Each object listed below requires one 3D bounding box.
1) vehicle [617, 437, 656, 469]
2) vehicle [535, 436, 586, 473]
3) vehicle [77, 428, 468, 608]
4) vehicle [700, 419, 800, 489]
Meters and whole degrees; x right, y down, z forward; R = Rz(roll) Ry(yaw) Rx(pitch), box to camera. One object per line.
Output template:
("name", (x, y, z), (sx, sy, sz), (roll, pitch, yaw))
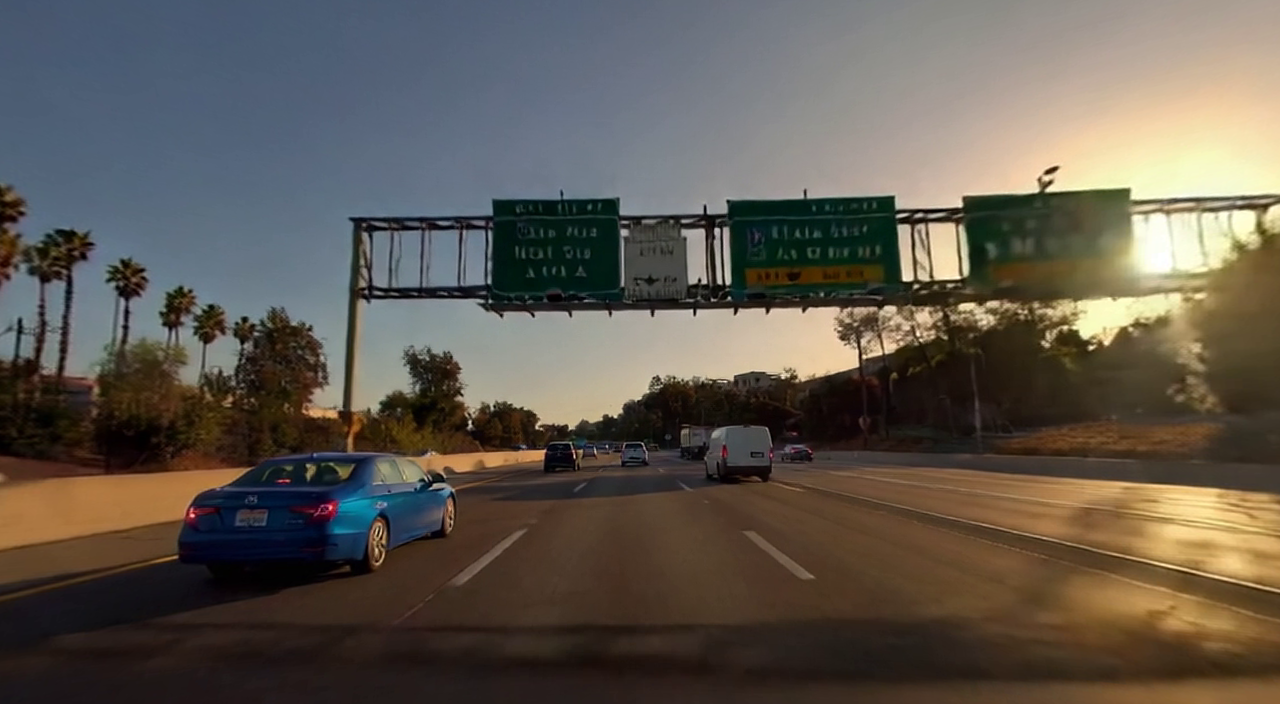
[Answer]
("vehicle", (-0.246, 6.023, 37.877), (2.212, 1.786, 4.198), (0, -9, -1))
("vehicle", (-4.146, 5.440, 33.699), (2.109, 1.793, 4.613), (0, -9, 0))
("vehicle", (-3.637, 1.706, 7.468), (1.991, 1.469, 4.381), (0, -9, 0))
("vehicle", (3.583, 3.503, 21.930), (2.250, 2.074, 5.723), (0, -9, -2))
